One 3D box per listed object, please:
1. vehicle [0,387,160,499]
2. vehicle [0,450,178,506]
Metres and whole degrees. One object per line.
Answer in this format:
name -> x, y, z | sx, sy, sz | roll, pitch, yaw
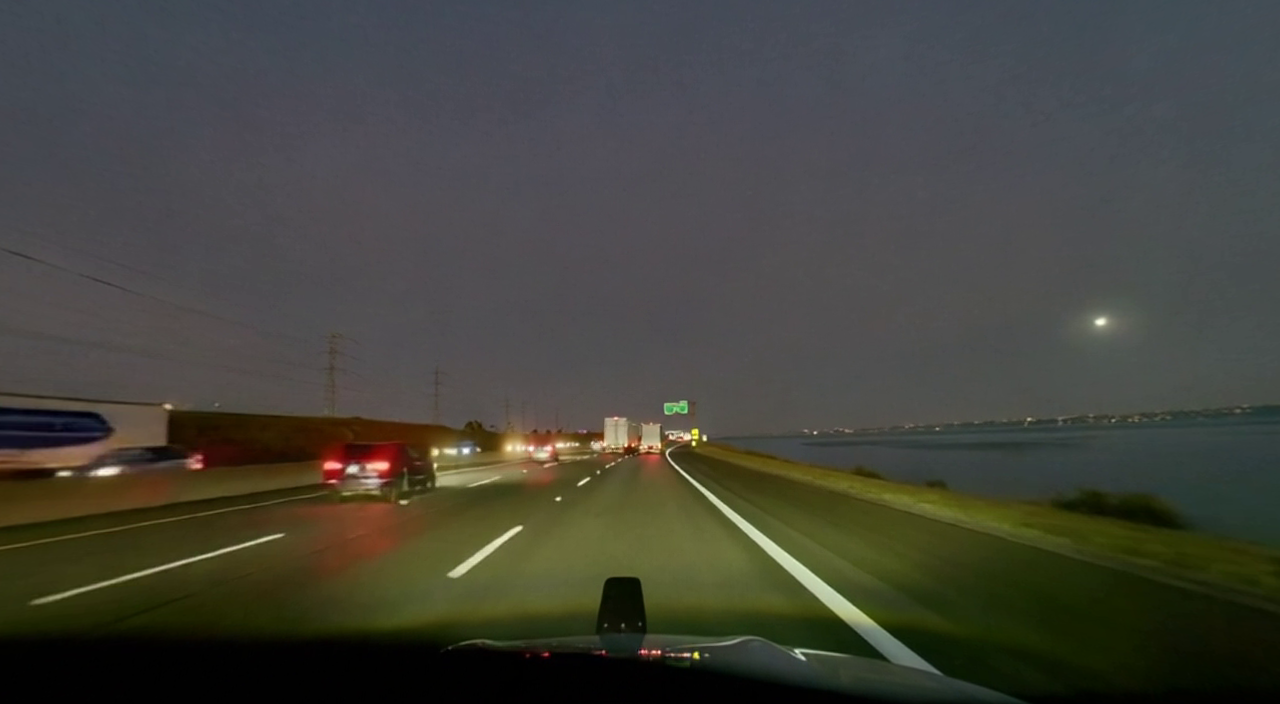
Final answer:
vehicle -> -24.582, 3.530, 24.424 | 2.961, 4.007, 11.214 | 0, -8, 1
vehicle -> -16.874, 3.769, 19.405 | 1.897, 1.459, 4.402 | 0, -8, 1
